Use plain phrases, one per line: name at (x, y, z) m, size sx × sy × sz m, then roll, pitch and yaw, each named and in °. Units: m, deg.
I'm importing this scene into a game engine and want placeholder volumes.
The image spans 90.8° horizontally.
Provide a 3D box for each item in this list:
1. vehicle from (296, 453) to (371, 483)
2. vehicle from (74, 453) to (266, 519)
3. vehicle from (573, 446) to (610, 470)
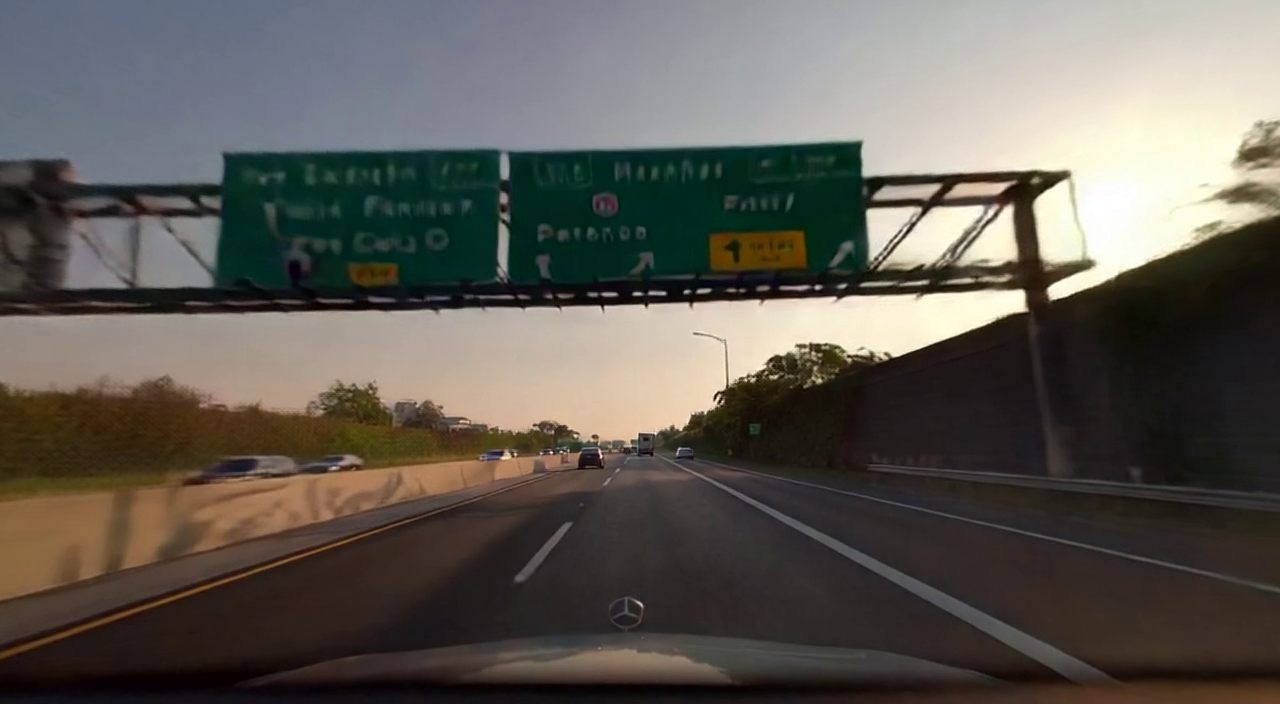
vehicle at (-15.877, 6.002, 32.911) m, size 1.824 × 1.471 × 3.966 m, roll 0°, pitch -9°, yaw 1°
vehicle at (-11.885, 3.368, 16.388) m, size 1.802 × 1.439 × 4.099 m, roll 0°, pitch -9°, yaw 0°
vehicle at (-3.077, 6.868, 41.115) m, size 2.020 × 1.475 × 4.434 m, roll 0°, pitch -9°, yaw 0°
